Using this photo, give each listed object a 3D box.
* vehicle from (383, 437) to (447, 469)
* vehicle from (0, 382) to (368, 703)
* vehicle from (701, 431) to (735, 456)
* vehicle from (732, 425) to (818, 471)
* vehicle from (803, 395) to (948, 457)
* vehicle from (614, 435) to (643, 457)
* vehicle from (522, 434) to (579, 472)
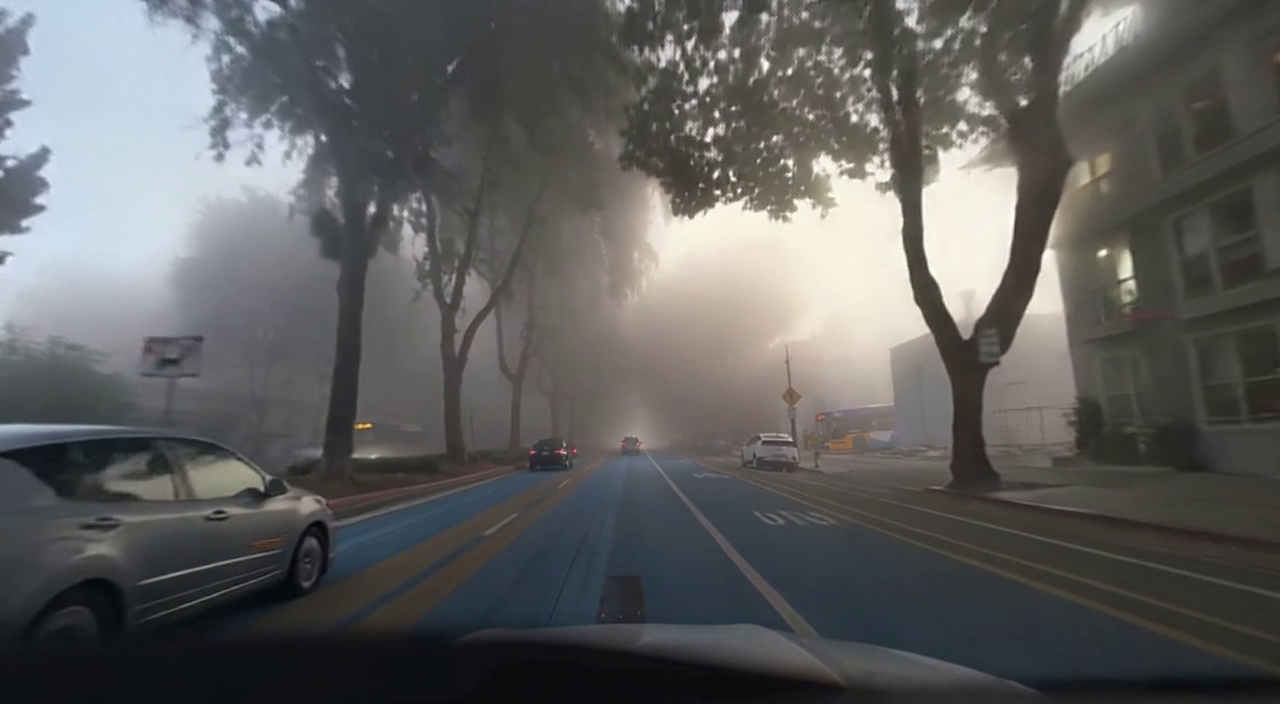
[{"bbox_3d":[-11.990,5.406,33.958,1.822,1.549,4.325,0,-9,0],"label":"vehicle"},{"bbox_3d":[-3.675,1.102,3.980,1.995,1.524,4.438,0,-9,-1],"label":"vehicle"},{"bbox_3d":[5.848,6.939,47.817,1.945,1.829,4.305,0,-9,-2],"label":"vehicle"},{"bbox_3d":[5.859,4.291,28.357,2.390,1.816,6.050,0,-9,-1],"label":"vehicle"},{"bbox_3d":[14.787,4.715,40.092,7.722,2.908,3.067,-6,-7,-4],"label":"vehicle"},{"bbox_3d":[-0.798,6.806,45.599,1.999,1.520,3.896,0,-9,-1],"label":"vehicle"},{"bbox_3d":[-3.857,4.418,27.892,1.934,1.522,4.287,0,-9,0],"label":"vehicle"}]
